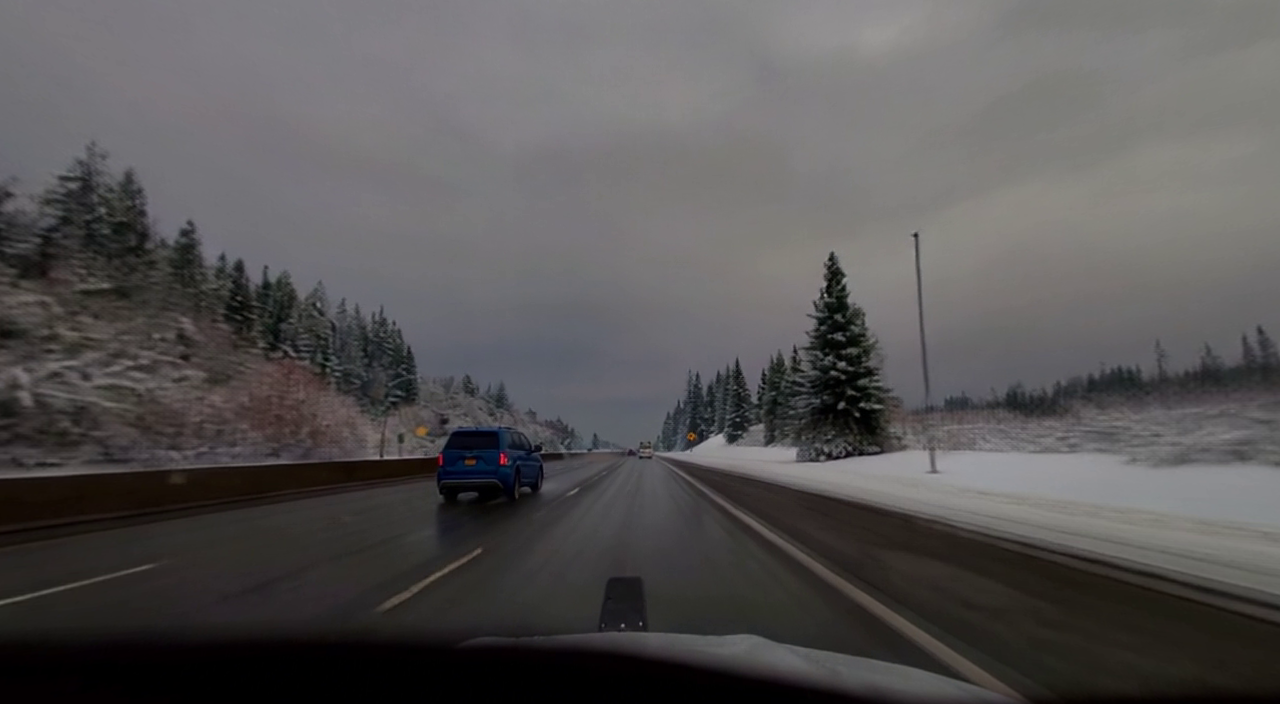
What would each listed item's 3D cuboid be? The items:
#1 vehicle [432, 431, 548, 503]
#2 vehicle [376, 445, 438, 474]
[{"bbox_3d":[-4.019,3.174,17.823,2.084,1.752,4.479,0,-9,1],"label":"vehicle"},{"bbox_3d":[-13.523,6.248,36.856,1.891,1.553,4.393,0,-9,1],"label":"vehicle"}]
